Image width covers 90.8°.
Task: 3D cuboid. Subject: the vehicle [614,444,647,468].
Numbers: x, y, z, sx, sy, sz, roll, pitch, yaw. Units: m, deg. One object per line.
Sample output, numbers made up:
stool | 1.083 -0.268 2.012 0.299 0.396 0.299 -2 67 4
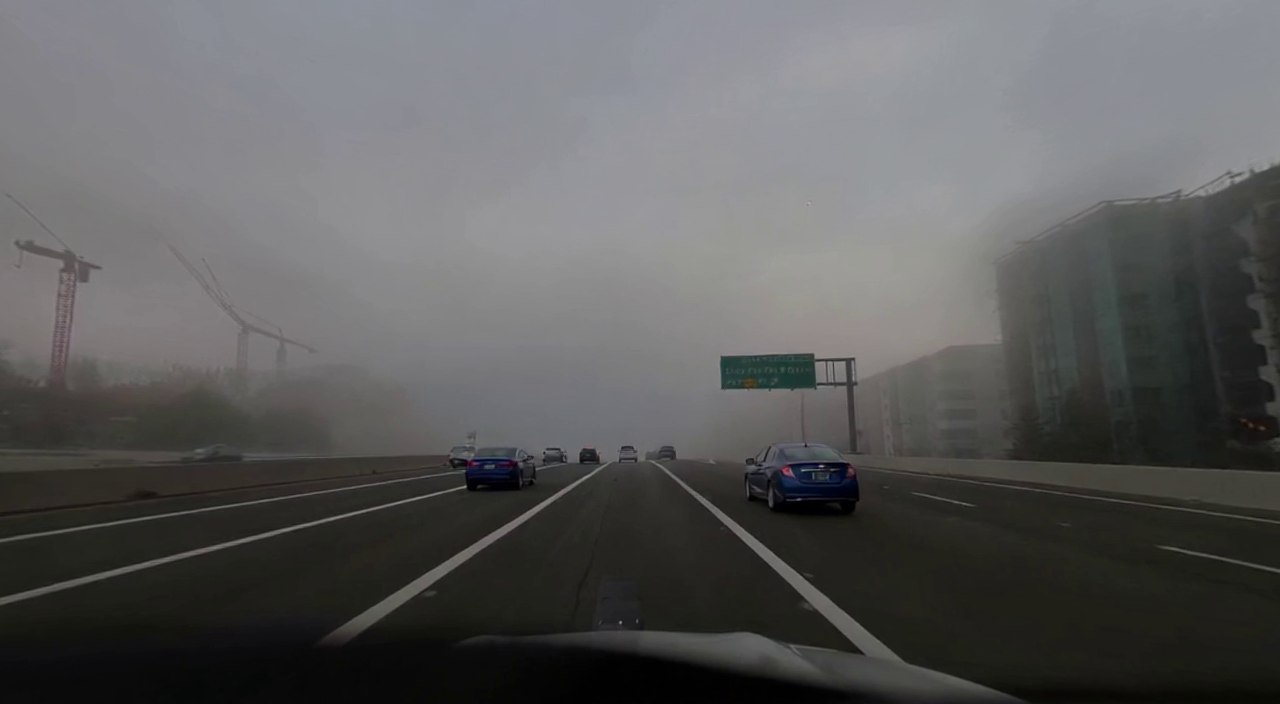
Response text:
vehicle | -0.635 6.725 40.988 2.019 1.472 3.971 0 -8 -1

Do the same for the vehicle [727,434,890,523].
vehicle | 3.175 2.479 13.013 1.995 1.486 4.463 0 -8 -2

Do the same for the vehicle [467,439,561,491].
vehicle | -4.018 3.670 20.947 2.136 1.512 4.488 0 -8 1

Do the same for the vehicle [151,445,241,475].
vehicle | -27.513 6.659 39.367 1.960 1.713 4.966 0 -8 0

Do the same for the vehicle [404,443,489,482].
vehicle | -8.013 4.595 26.666 2.043 1.494 4.824 0 -8 0
